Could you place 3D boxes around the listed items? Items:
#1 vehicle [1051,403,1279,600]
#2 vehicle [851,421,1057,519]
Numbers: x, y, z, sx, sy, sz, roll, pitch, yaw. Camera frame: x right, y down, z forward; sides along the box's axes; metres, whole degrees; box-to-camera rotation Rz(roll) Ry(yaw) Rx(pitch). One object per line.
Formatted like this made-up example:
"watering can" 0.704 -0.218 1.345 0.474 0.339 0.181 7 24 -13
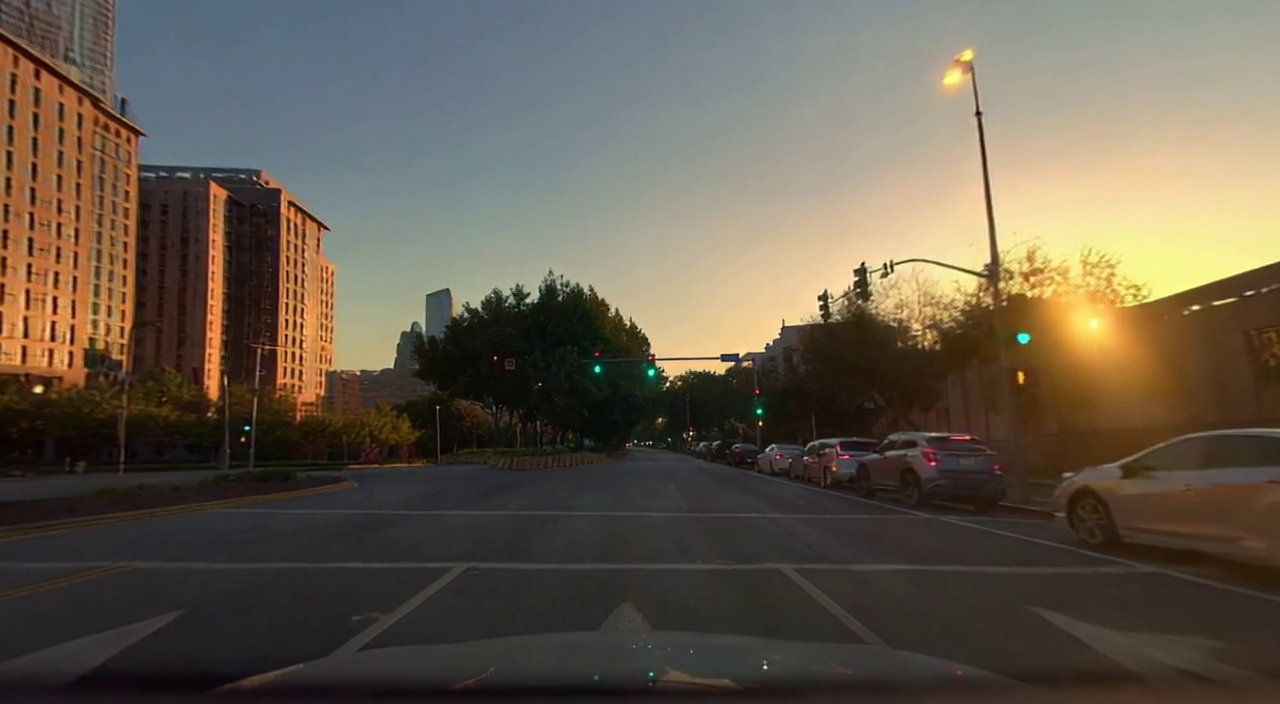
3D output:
"vehicle" 6.476 1.370 5.953 1.973 1.674 4.635 0 -9 0
"vehicle" 6.522 2.505 13.825 1.984 1.751 4.759 0 -9 -1
